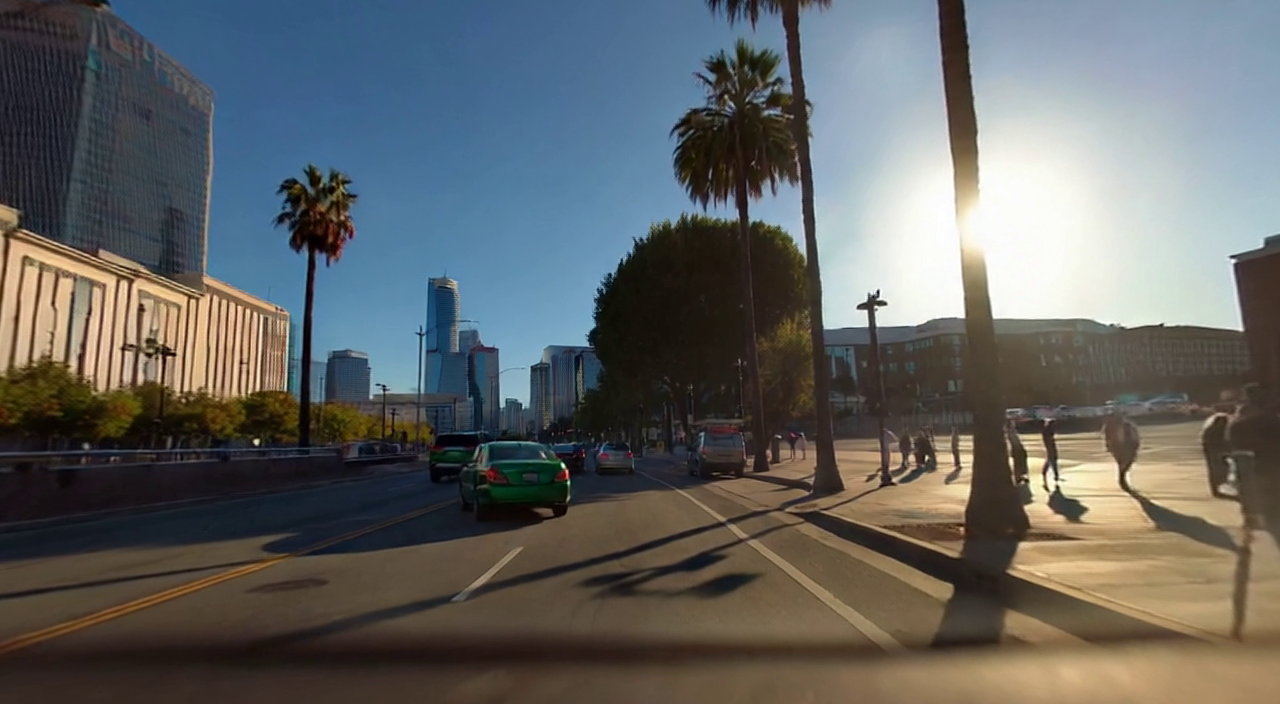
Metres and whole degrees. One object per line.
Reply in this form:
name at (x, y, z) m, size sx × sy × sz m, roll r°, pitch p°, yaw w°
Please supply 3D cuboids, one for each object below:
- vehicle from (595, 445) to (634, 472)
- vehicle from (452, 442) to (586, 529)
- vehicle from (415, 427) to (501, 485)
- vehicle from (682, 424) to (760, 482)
vehicle at (-1.533, 6.109, 36.423) m, size 1.972 × 1.473 × 4.000 m, roll 1°, pitch -9°, yaw -6°
vehicle at (-2.755, 2.686, 13.430) m, size 1.930 × 1.477 × 4.657 m, roll 3°, pitch -9°, yaw -22°
vehicle at (-7.085, 4.121, 25.218) m, size 2.164 × 2.047 × 5.455 m, roll 0°, pitch -9°, yaw -4°
vehicle at (3.259, 4.240, 26.621) m, size 2.126 × 2.167 × 5.098 m, roll 0°, pitch -9°, yaw -5°
